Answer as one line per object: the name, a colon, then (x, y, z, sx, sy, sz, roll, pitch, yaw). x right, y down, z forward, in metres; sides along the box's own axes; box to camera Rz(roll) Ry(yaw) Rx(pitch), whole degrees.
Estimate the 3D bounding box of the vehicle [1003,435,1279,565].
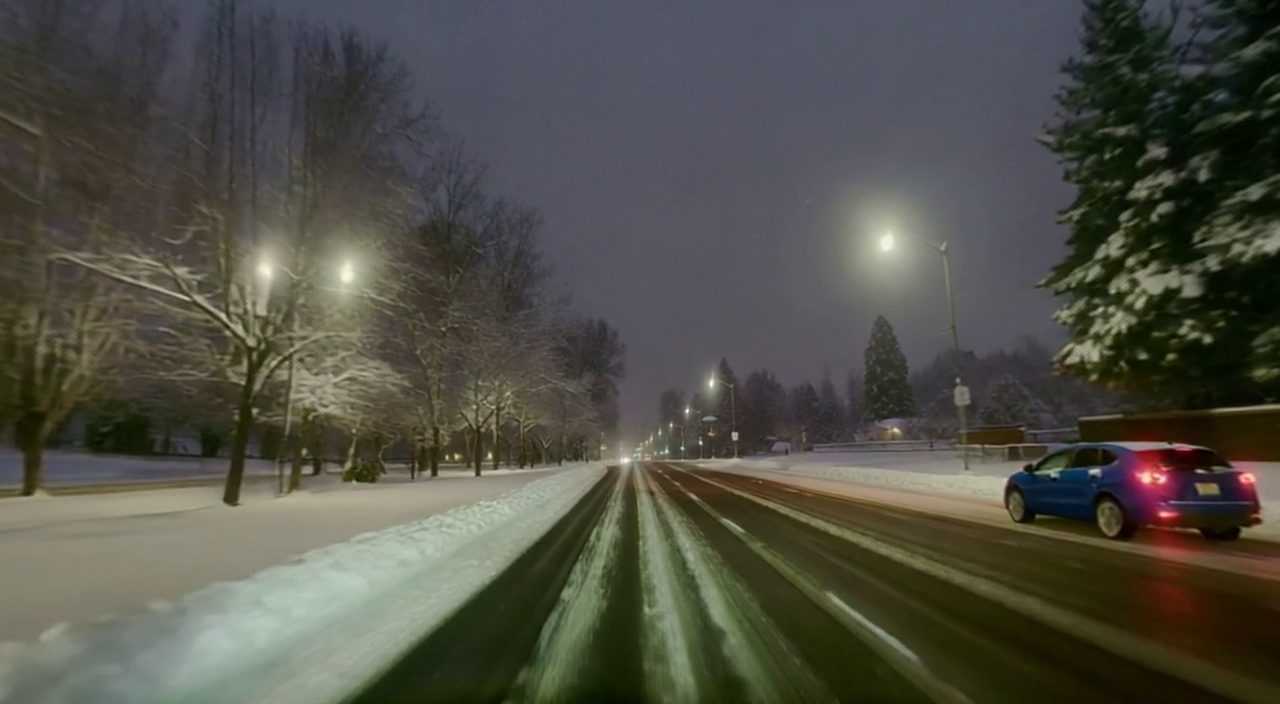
vehicle: (7.280, 2.012, 9.253, 1.797, 1.518, 3.433, 0, -9, -1)
